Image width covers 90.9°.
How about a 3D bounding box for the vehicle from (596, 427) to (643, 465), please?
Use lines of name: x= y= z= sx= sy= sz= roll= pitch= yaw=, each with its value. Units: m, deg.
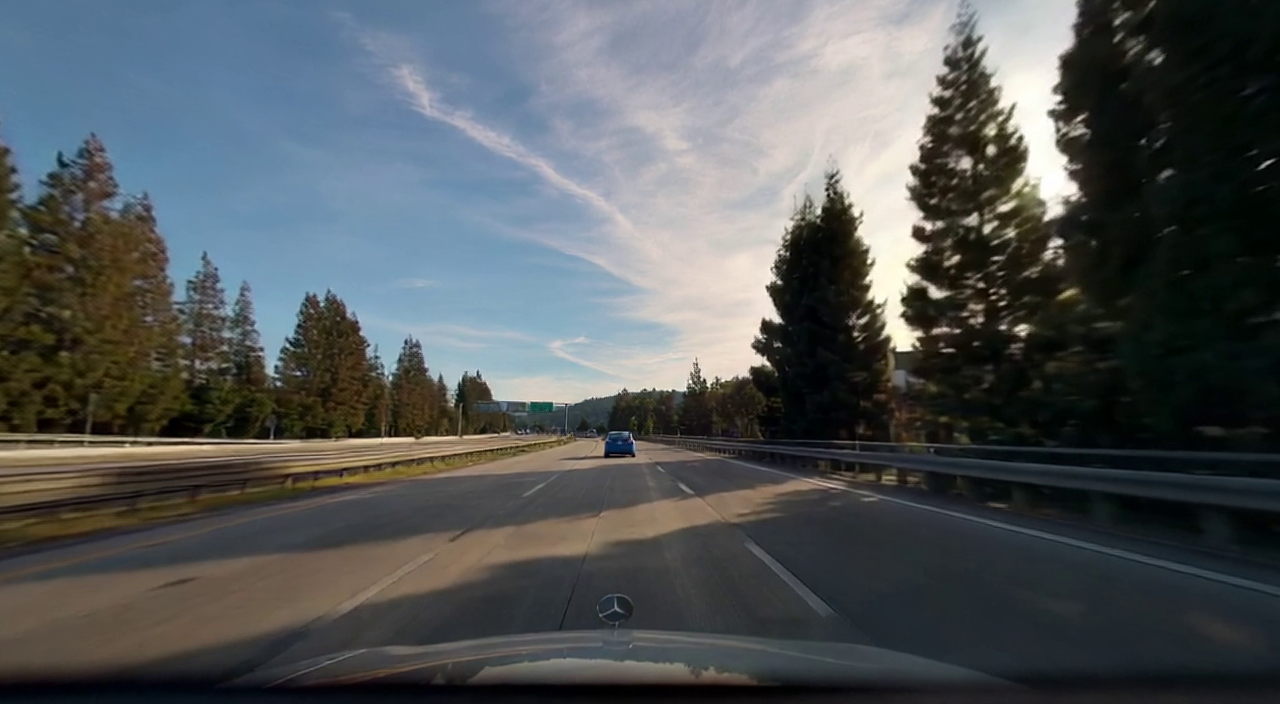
vehicle: x=-0.983 y=4.317 z=29.101 sx=2.020 sy=1.633 sz=3.942 roll=0 pitch=-8 yaw=-3
